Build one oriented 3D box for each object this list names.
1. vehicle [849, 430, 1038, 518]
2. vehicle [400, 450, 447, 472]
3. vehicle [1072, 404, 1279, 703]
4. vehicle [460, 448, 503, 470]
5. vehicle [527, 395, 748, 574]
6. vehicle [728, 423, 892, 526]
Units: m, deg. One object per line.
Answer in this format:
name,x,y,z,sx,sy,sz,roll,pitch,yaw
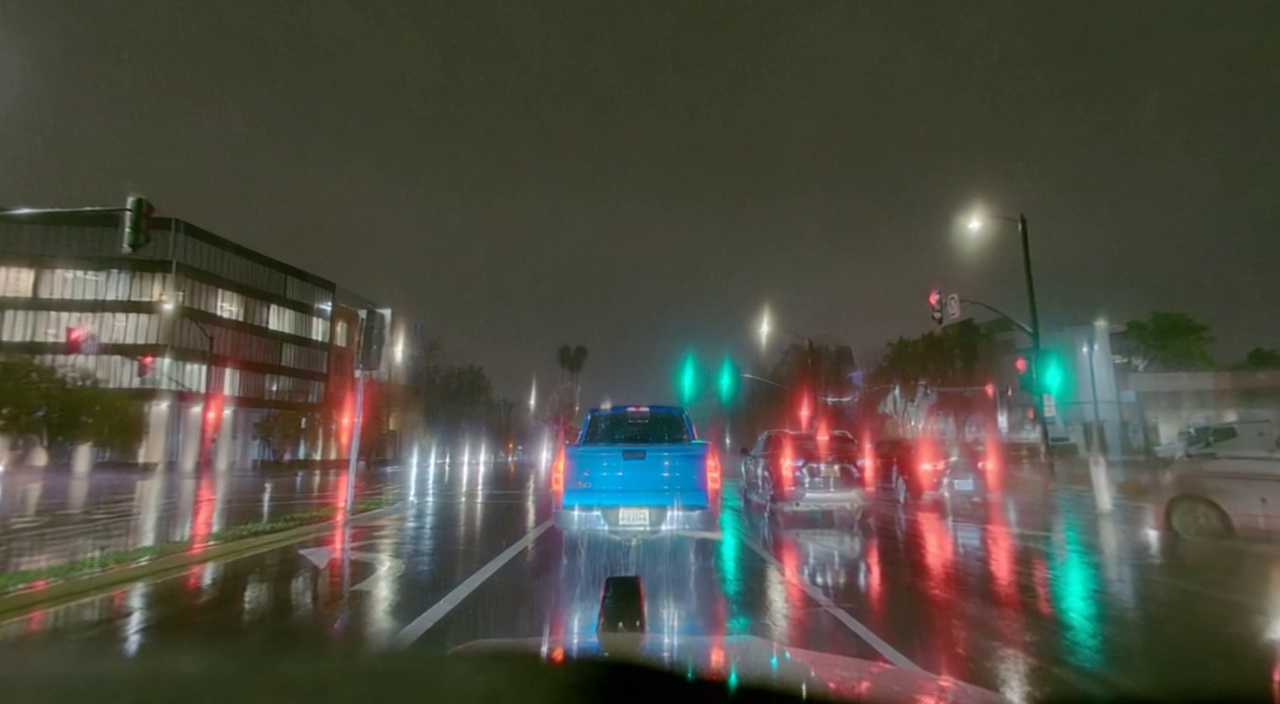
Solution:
vehicle,6.510,2.643,14.227,2.002,1.651,4.305,0,-8,-2
vehicle,-15.823,7.943,46.413,1.915,1.491,4.347,0,-8,0
vehicle,3.247,0.735,0.965,2.057,1.463,4.365,0,-8,0
vehicle,-11.758,7.971,47.282,1.989,1.459,4.667,0,-8,0
vehicle,-0.125,1.740,9.071,2.344,1.883,4.572,0,-8,-3
vehicle,3.215,2.416,13.037,2.013,1.742,4.424,0,-8,-2
